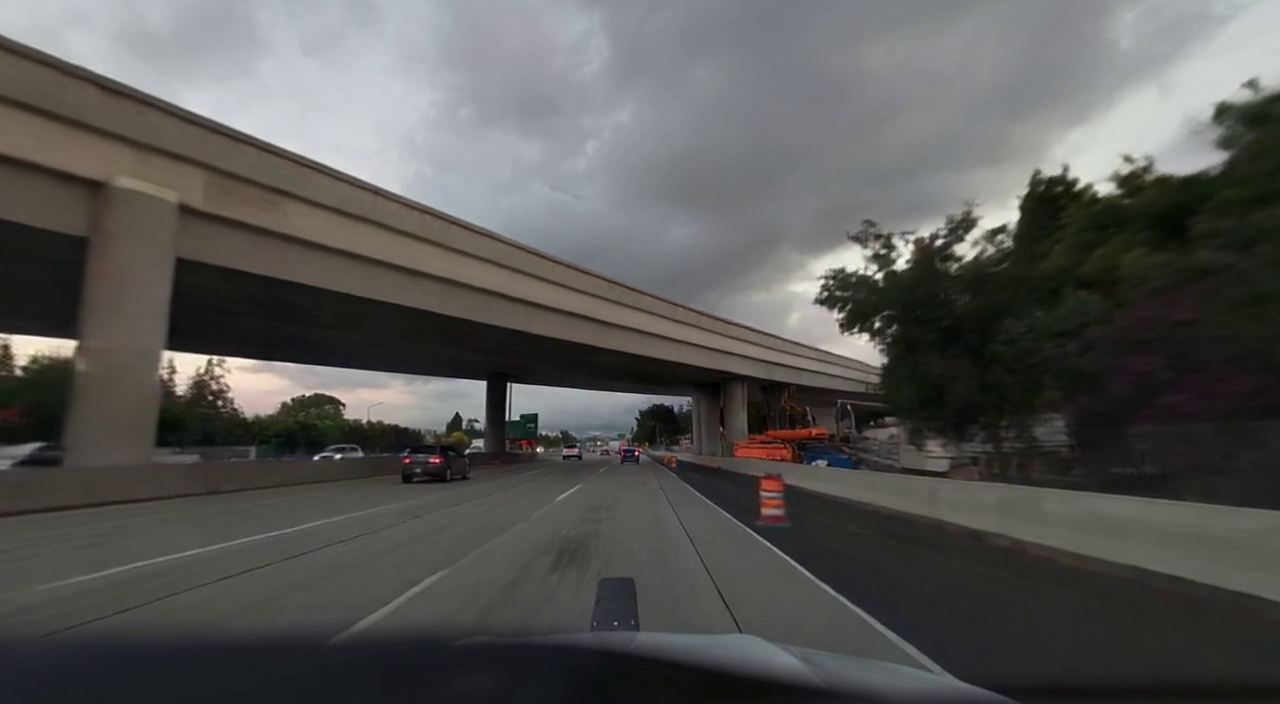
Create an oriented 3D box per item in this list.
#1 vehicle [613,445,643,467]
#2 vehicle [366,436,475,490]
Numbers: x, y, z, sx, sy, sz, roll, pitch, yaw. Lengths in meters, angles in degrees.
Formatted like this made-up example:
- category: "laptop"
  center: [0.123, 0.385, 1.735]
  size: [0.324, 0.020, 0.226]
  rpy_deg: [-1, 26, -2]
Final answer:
- category: "vehicle"
  center: [-0.825, 7.384, 45.085]
  size: [2.051, 1.459, 4.092]
  rpy_deg: [0, -9, -1]
- category: "vehicle"
  center: [-7.240, 3.695, 21.361]
  size: [2.128, 1.604, 4.279]
  rpy_deg: [0, -9, 0]
